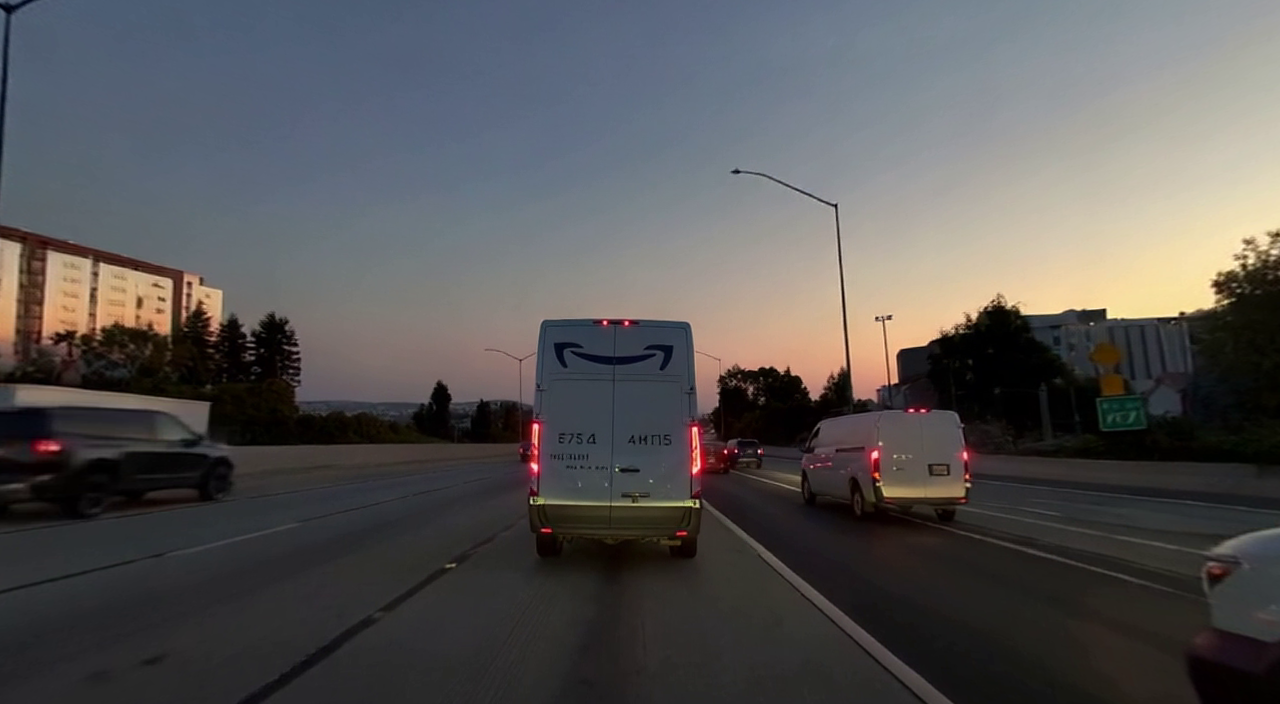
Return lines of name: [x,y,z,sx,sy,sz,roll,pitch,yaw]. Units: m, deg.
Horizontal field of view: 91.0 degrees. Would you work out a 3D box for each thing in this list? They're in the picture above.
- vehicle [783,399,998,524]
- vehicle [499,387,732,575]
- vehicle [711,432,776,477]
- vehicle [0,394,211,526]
vehicle: [4.669,2.172,12.933,2.179,1.999,5.331,1,-8,-1]
vehicle: [-0.193,1.588,8.460,2.287,1.823,4.369,0,-8,1]
vehicle: [4.269,4.323,26.693,2.064,1.720,4.416,0,-8,0]
vehicle: [-10.378,1.819,10.879,2.232,1.882,5.128,0,-8,0]
